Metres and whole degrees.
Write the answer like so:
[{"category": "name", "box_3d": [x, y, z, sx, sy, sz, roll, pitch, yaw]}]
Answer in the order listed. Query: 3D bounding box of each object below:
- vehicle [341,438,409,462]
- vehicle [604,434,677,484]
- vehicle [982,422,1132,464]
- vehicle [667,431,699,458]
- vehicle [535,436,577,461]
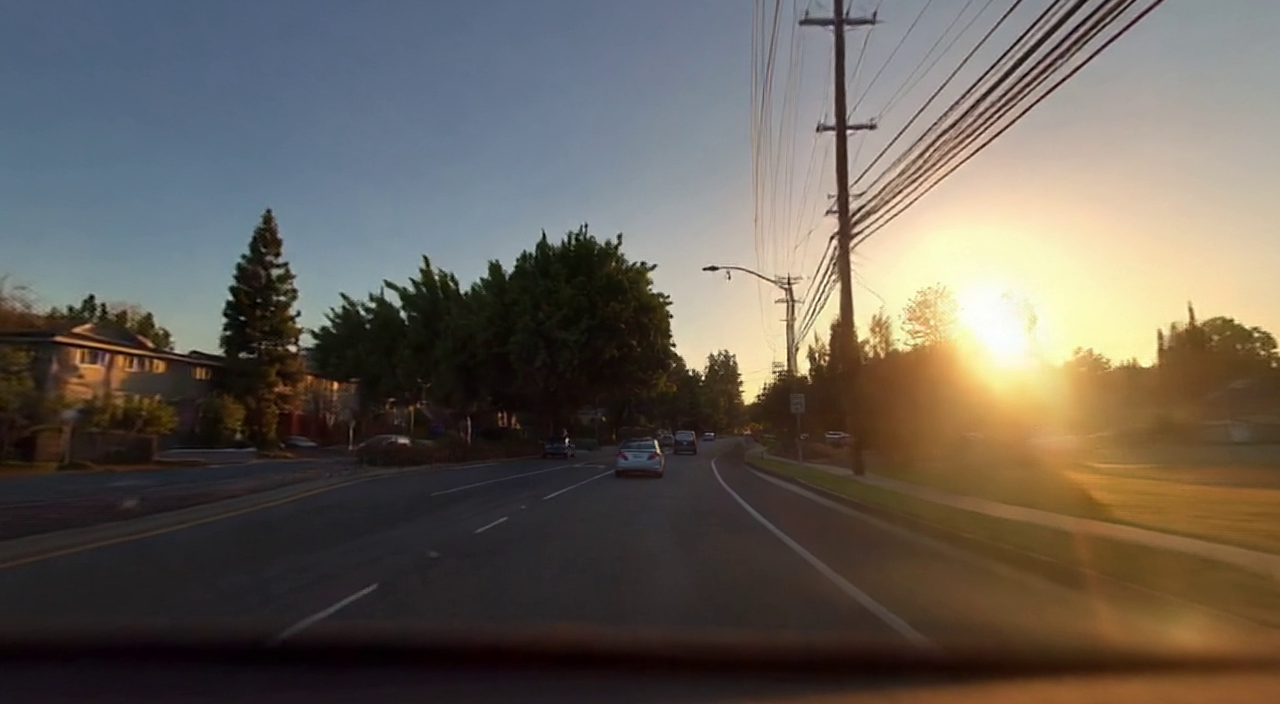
[{"category": "vehicle", "box_3d": [-16.944, 6.293, 40.583, 1.893, 1.494, 4.752, -1, -8, 5]}, {"category": "vehicle", "box_3d": [0.120, 3.487, 20.866, 2.117, 1.474, 4.036, -1, -8, 4]}, {"category": "vehicle", "box_3d": [17.429, 3.850, 26.591, 4.751, 1.661, 2.022, -2, -9, 12]}, {"category": "vehicle", "box_3d": [3.392, 7.146, 48.728, 2.158, 1.939, 4.935, -1, -8, 8]}, {"category": "vehicle", "box_3d": [-5.216, 6.068, 39.671, 1.983, 1.485, 4.159, 0, -8, 2]}]
